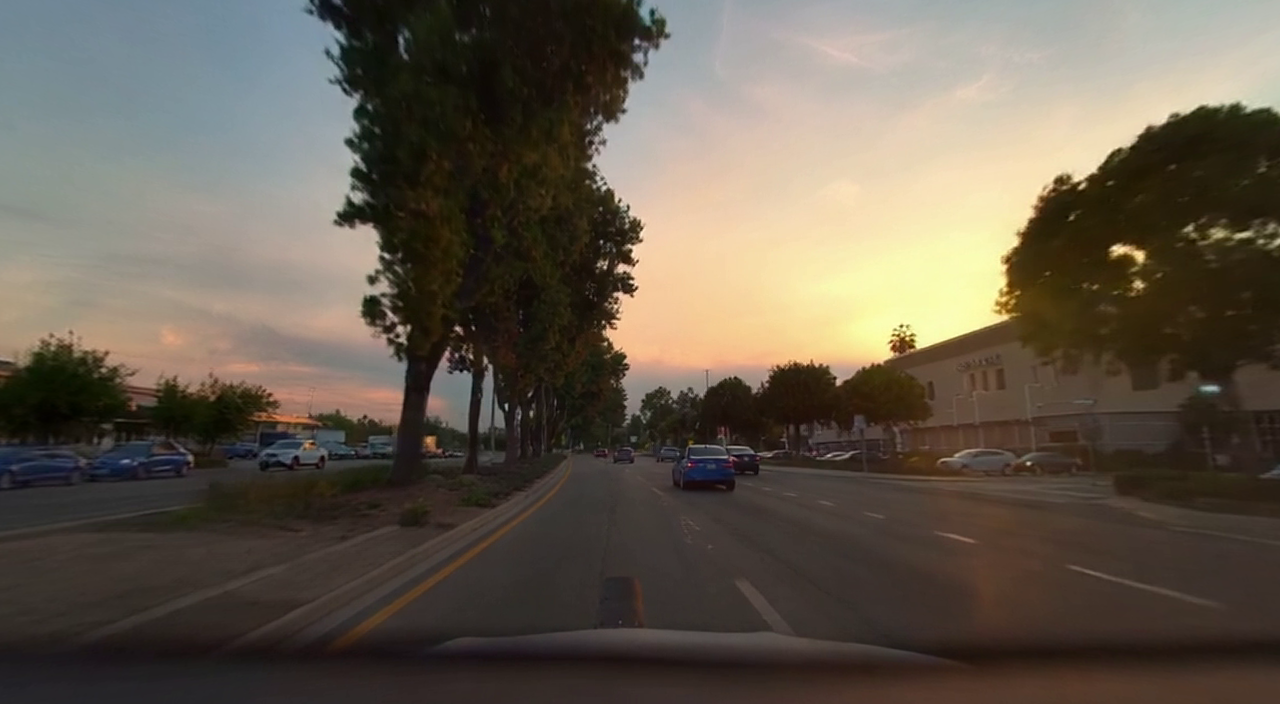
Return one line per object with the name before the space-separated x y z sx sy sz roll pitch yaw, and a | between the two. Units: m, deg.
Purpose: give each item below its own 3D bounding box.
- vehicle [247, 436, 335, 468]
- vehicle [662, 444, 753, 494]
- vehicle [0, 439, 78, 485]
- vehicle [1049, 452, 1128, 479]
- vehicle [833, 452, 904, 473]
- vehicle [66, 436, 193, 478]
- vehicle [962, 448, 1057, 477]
vehicle | -24.255 6.994 44.163 2.593 2.075 6.841 1 -9 -3
vehicle | 2.051 3.741 20.538 2.256 1.451 4.313 1 -9 -4
vehicle | -23.734 4.075 23.432 1.689 1.595 4.293 0 -9 -2
vehicle | 32.835 8.267 46.080 4.858 1.806 2.124 3 -9 -19
vehicle | 17.002 8.181 46.860 4.646 1.479 2.070 3 -9 -19
vehicle | -23.748 4.886 29.556 1.982 1.811 4.730 0 -9 -1
vehicle | 20.725 6.189 35.326 4.424 1.531 2.008 3 -9 -17
